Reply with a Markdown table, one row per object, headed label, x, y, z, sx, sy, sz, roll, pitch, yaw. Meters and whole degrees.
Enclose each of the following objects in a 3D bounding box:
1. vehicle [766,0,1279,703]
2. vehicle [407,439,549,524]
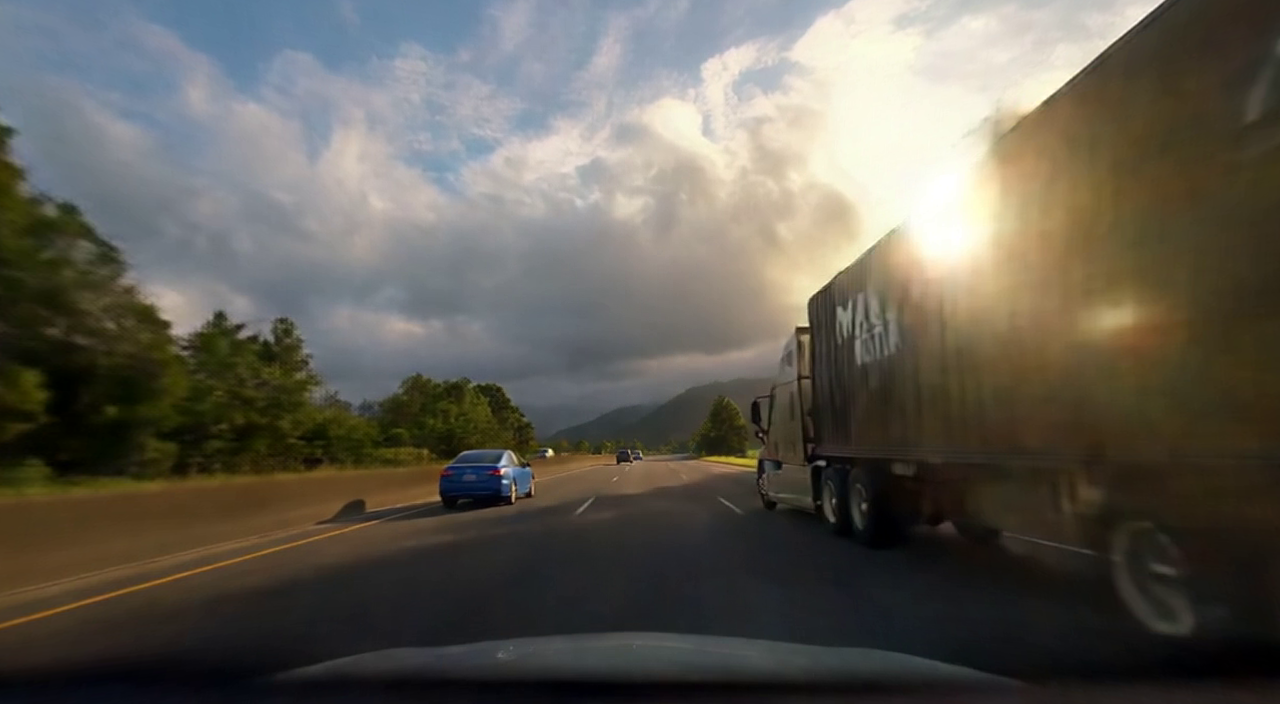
| label | x | y | z | sx | sy | sz | roll | pitch | yaw |
| --- | --- | --- | --- | --- | --- | --- | --- | --- | --- |
| vehicle | 4.442 | 0.550 | 7.653 | 2.832 | 4.034 | 13.924 | 0 | -9 | -1 |
| vehicle | -3.296 | 2.725 | 13.815 | 1.945 | 1.537 | 4.294 | 0 | -9 | 1 |
